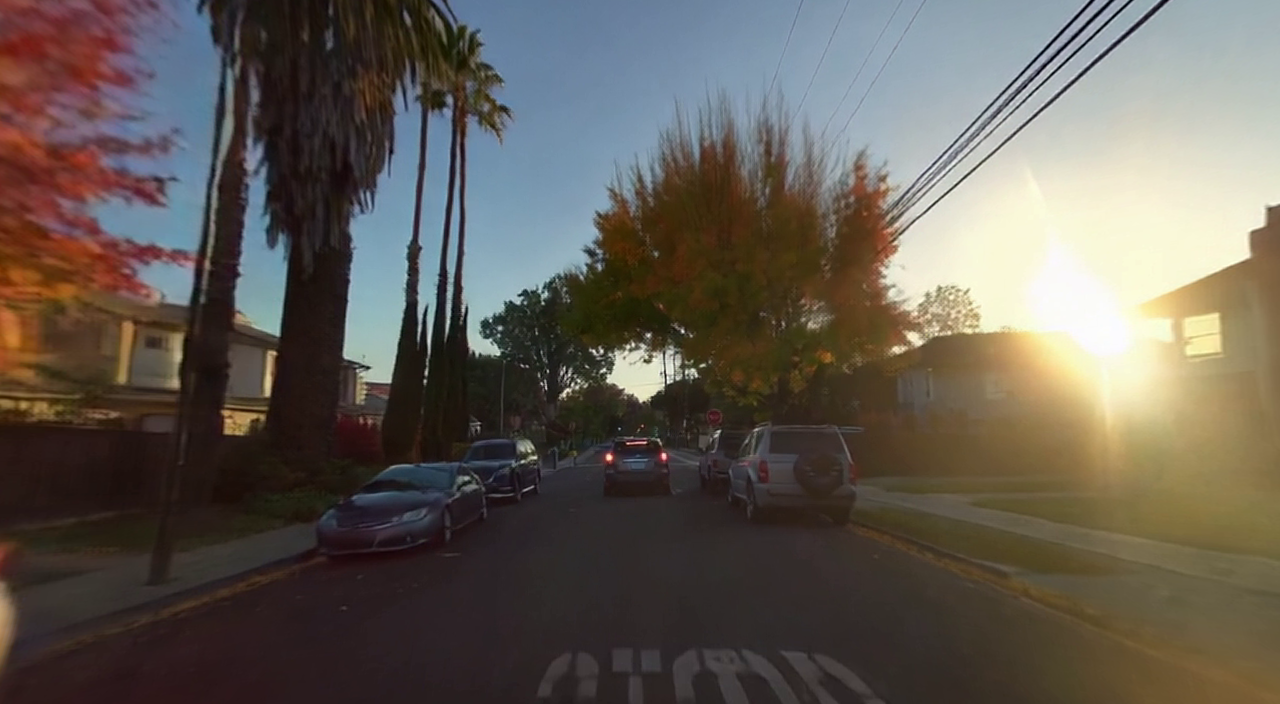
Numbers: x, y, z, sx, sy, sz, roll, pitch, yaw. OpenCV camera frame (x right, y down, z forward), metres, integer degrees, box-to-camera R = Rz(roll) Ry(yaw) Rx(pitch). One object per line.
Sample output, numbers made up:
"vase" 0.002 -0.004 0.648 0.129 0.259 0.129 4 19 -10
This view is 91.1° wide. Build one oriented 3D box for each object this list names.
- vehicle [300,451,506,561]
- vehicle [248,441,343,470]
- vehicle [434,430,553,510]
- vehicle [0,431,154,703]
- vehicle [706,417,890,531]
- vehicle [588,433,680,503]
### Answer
"vehicle" -3.335 2.205 9.700 1.728 1.305 3.805 0 -8 -1
"vehicle" -20.494 6.169 37.487 4.557 1.618 1.846 -1 -8 2
"vehicle" -3.379 2.802 15.380 1.965 1.657 4.104 0 -8 -1
"vehicle" -3.195 0.789 0.695 1.911 1.449 4.412 0 -8 -3
"vehicle" 2.558 2.137 11.607 2.136 1.650 4.837 0 -8 0
"vehicle" -0.151 2.842 15.761 2.010 1.499 4.107 0 -8 -1
